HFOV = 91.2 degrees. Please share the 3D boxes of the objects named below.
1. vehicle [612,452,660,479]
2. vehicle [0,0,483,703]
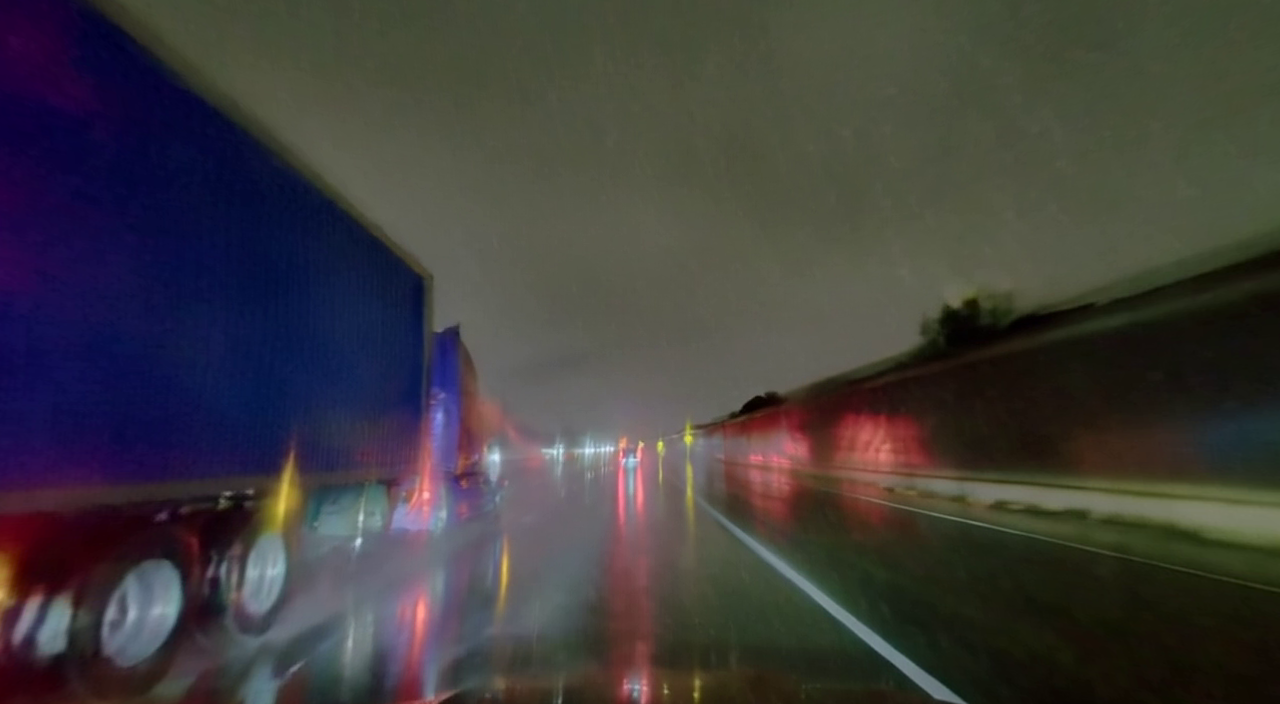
[{"bbox_3d":[-0.248,6.198,34.551,2.398,1.336,5.698,0,-9,-1],"label":"vehicle"},{"bbox_3d":[-3.994,-0.136,2.909,2.914,4.039,14.493,0,-9,0],"label":"vehicle"}]
